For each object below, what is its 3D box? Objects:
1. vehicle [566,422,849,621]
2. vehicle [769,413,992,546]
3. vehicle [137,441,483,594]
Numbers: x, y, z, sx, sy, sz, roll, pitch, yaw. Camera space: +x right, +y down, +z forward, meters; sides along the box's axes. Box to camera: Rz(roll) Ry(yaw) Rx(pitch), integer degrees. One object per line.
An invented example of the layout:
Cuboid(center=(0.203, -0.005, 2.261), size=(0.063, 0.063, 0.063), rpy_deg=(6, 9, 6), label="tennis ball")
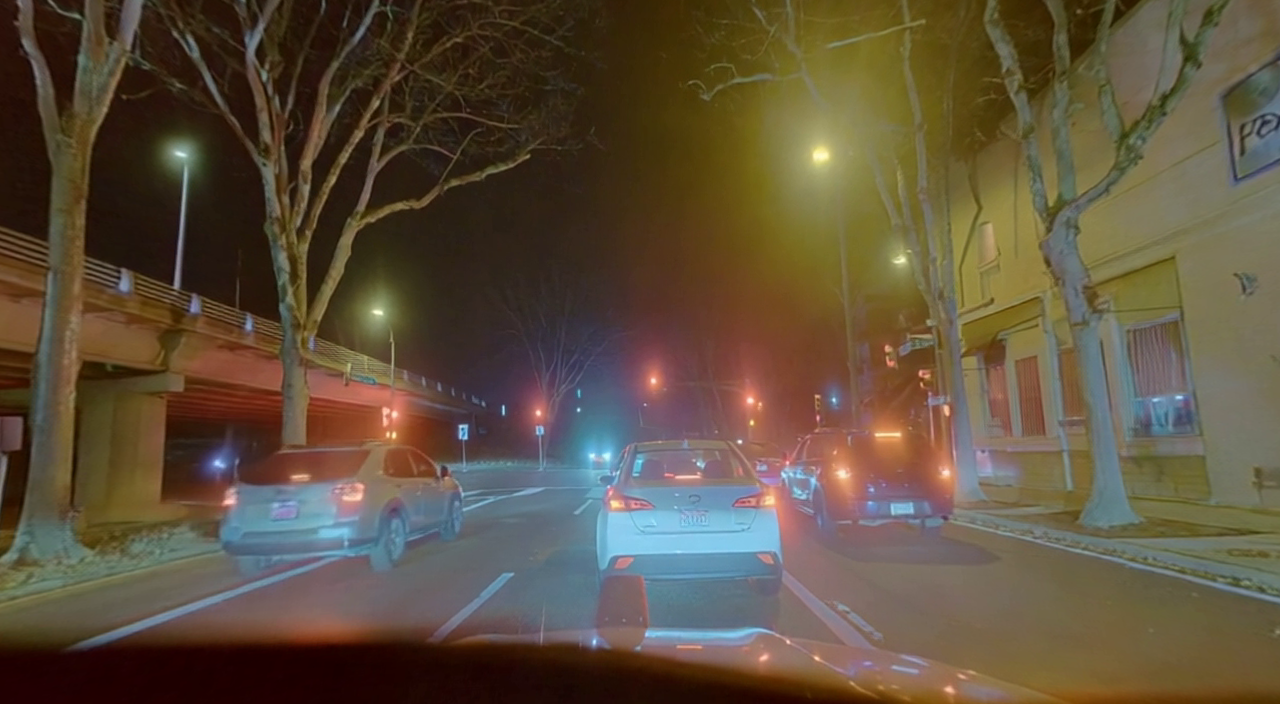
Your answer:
Cuboid(center=(0.520, 1.583, 6.875), size=(2.101, 1.467, 4.210), rpy_deg=(0, -8, 1), label="vehicle")
Cuboid(center=(3.731, 2.067, 10.857), size=(2.062, 1.781, 4.488), rpy_deg=(0, -8, 0), label="vehicle")
Cuboid(center=(-3.879, 2.000, 8.714), size=(2.082, 1.484, 4.865), rpy_deg=(0, -8, 1), label="vehicle")
